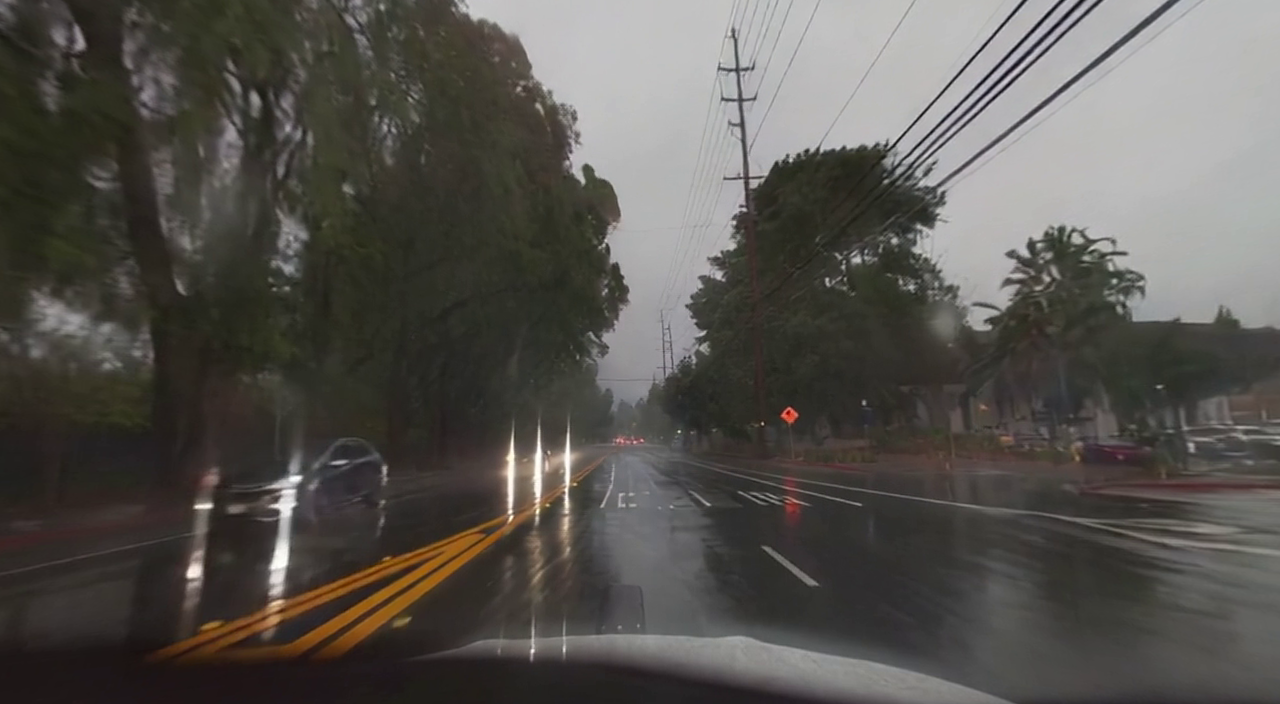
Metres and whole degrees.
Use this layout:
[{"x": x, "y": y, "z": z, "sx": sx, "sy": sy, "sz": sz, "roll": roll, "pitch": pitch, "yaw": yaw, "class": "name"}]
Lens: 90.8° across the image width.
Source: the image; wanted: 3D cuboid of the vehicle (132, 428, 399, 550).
[{"x": -6.217, "y": 2.290, "z": 11.322, "sx": 2.157, "sy": 1.711, "sz": 4.460, "roll": 0, "pitch": -9, "yaw": -2, "class": "vehicle"}]

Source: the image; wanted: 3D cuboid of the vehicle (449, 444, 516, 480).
[{"x": -7.270, "y": 5.129, "z": 29.683, "sx": 2.056, "sy": 1.516, "sz": 4.386, "roll": 0, "pitch": -9, "yaw": 0, "class": "vehicle"}]
